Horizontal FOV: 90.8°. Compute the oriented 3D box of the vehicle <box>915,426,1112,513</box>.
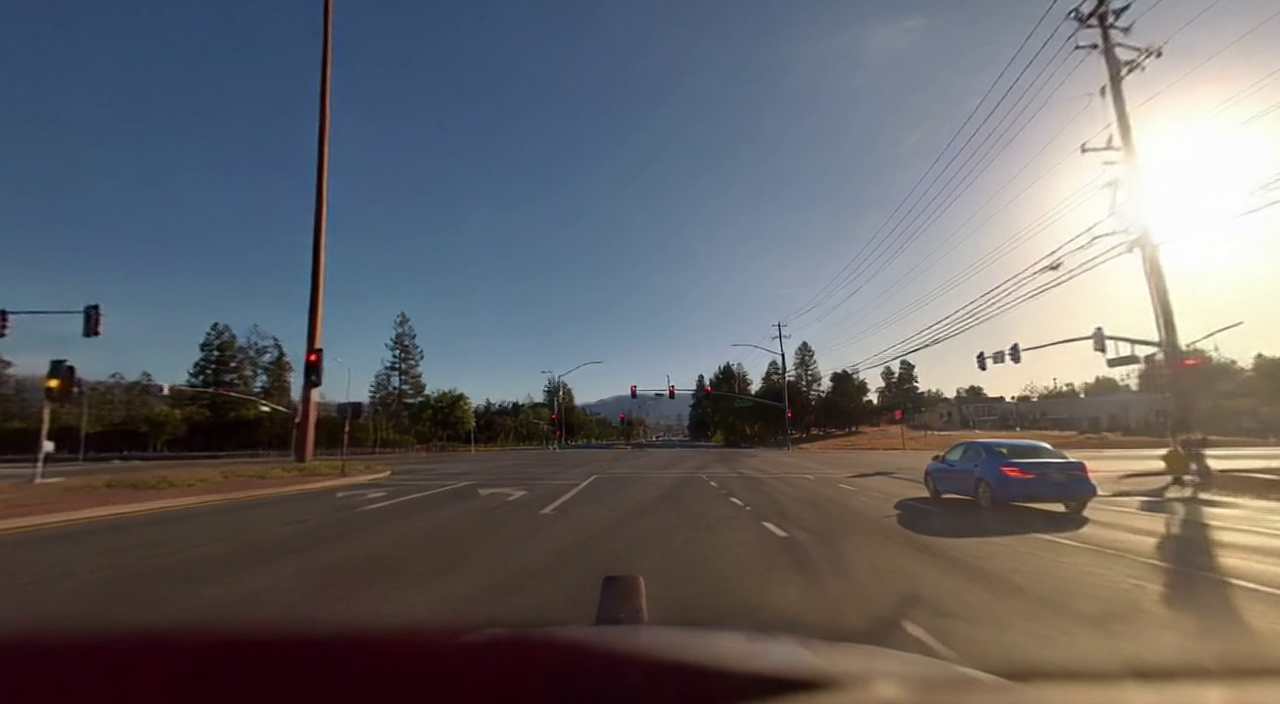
[{"bbox_3d":[7.505,2.381,13.196,1.797,1.544,3.685,0,-9,0],"label":"vehicle"}]
